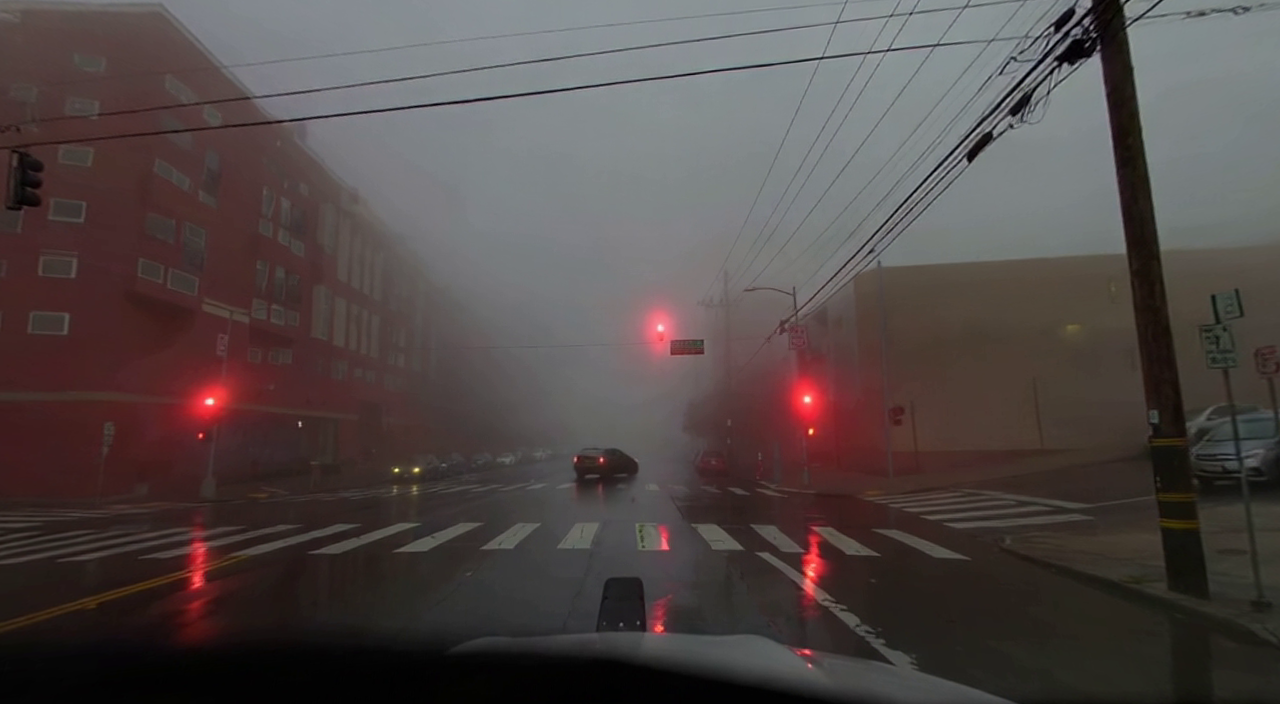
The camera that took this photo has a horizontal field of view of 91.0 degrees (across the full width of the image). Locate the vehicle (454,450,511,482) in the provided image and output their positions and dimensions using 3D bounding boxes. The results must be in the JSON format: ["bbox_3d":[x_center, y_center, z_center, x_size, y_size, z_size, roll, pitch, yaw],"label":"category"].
[{"bbox_3d":[-8.721,6.329,35.295,2.020,1.672,3.842,0,-9,3],"label":"vehicle"}]

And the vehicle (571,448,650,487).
[{"bbox_3d":[-1.311,5.422,29.963,2.120,1.650,4.525,-3,-9,20],"label":"vehicle"}]

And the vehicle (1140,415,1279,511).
[{"bbox_3d":[12.659,2.199,12.767,3.234,1.746,1.941,-2,-10,1],"label":"vehicle"}]

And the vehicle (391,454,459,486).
[{"bbox_3d":[-12.029,6.608,35.596,1.943,1.574,4.727,0,-9,3],"label":"vehicle"}]

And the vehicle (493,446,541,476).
[{"bbox_3d":[-8.233,7.322,42.621,2.096,1.830,4.752,0,-9,2],"label":"vehicle"}]
